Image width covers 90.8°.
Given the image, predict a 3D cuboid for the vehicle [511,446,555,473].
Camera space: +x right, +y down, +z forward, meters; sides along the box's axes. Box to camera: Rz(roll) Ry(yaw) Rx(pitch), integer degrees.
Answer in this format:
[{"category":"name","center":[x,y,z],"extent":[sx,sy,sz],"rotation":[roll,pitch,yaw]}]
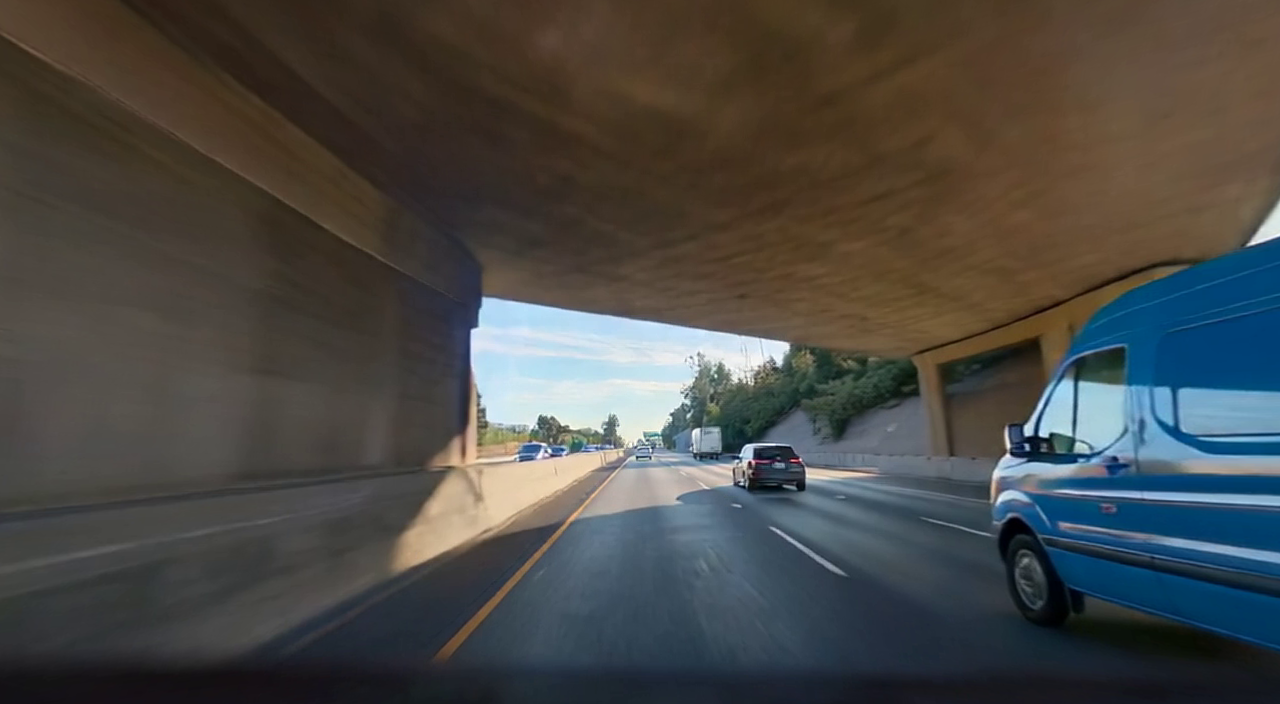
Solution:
[{"category":"vehicle","center":[-7.226,7.299,42.909],"extent":[2.136,1.714,4.507],"rotation":[0,-9,1]}]

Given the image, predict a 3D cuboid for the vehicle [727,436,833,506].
[{"category":"vehicle","center":[3.822,3.331,18.063],"extent":[2.009,1.731,4.149],"rotation":[0,-9,-1]}]

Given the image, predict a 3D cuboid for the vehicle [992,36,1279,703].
[{"category":"vehicle","center":[3.968,0.017,1.163],"extent":[2.460,3.155,6.902],"rotation":[0,-9,-1]}]

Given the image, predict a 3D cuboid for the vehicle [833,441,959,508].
[{"category":"vehicle","center":[7.590,3.646,19.249],"extent":[2.001,1.791,4.161],"rotation":[0,-9,-1]}]
